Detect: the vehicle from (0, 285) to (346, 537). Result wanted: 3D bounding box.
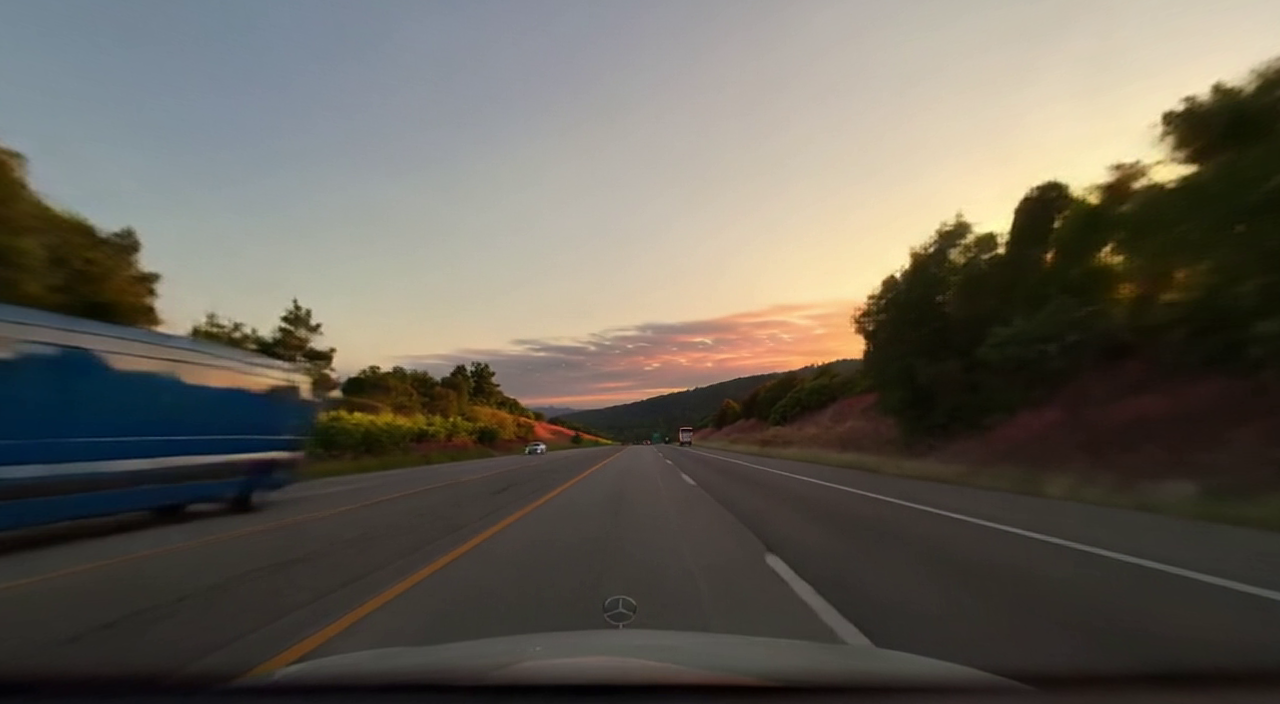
[{"bbox_3d":[-11.549,1.571,14.559,2.862,3.946,13.787,0,-8,0],"label":"vehicle"}]
